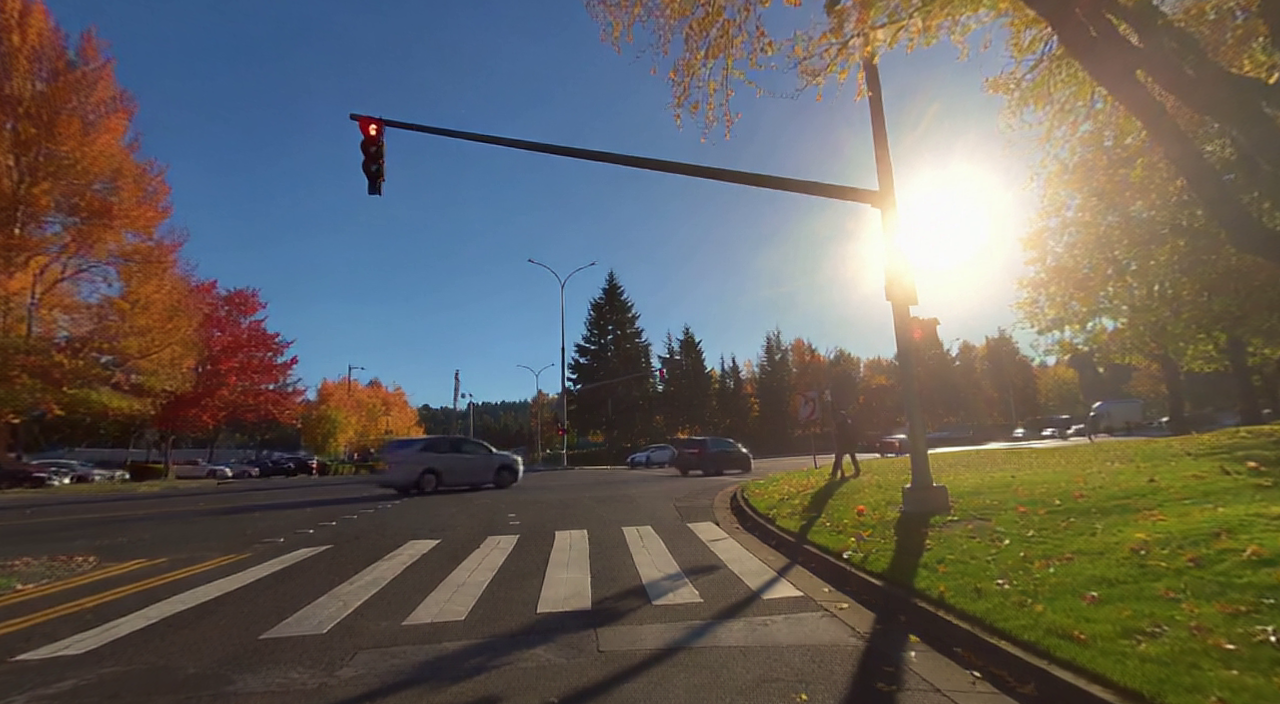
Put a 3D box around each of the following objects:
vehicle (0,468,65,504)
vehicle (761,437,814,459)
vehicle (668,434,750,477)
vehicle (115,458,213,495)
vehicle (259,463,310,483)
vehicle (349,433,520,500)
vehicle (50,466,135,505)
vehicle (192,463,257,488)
[{"bbox_3d":[-30.327,6.455,30.346,1.800,1.520,3.968,2,-9,-14],"label":"vehicle"},{"bbox_3d":[11.757,7.626,49.682,1.979,1.659,4.907,-8,-11,39],"label":"vehicle"},{"bbox_3d":[3.448,5.040,30.796,1.942,1.920,4.263,-8,-11,39],"label":"vehicle"},{"bbox_3d":[-27.825,7.261,36.891,2.064,1.913,5.081,0,-9,-4],"label":"vehicle"},{"bbox_3d":[-28.133,9.580,49.743,1.776,1.452,3.920,0,-9,0],"label":"vehicle"},{"bbox_3d":[-6.391,3.583,20.053,2.036,1.849,4.811,-7,-11,38],"label":"vehicle"},{"bbox_3d":[-25.416,6.160,29.258,1.694,1.528,4.225,3,-9,-23],"label":"vehicle"},{"bbox_3d":[-28.533,8.474,43.173,1.768,1.465,3.972,0,-9,-1],"label":"vehicle"}]
